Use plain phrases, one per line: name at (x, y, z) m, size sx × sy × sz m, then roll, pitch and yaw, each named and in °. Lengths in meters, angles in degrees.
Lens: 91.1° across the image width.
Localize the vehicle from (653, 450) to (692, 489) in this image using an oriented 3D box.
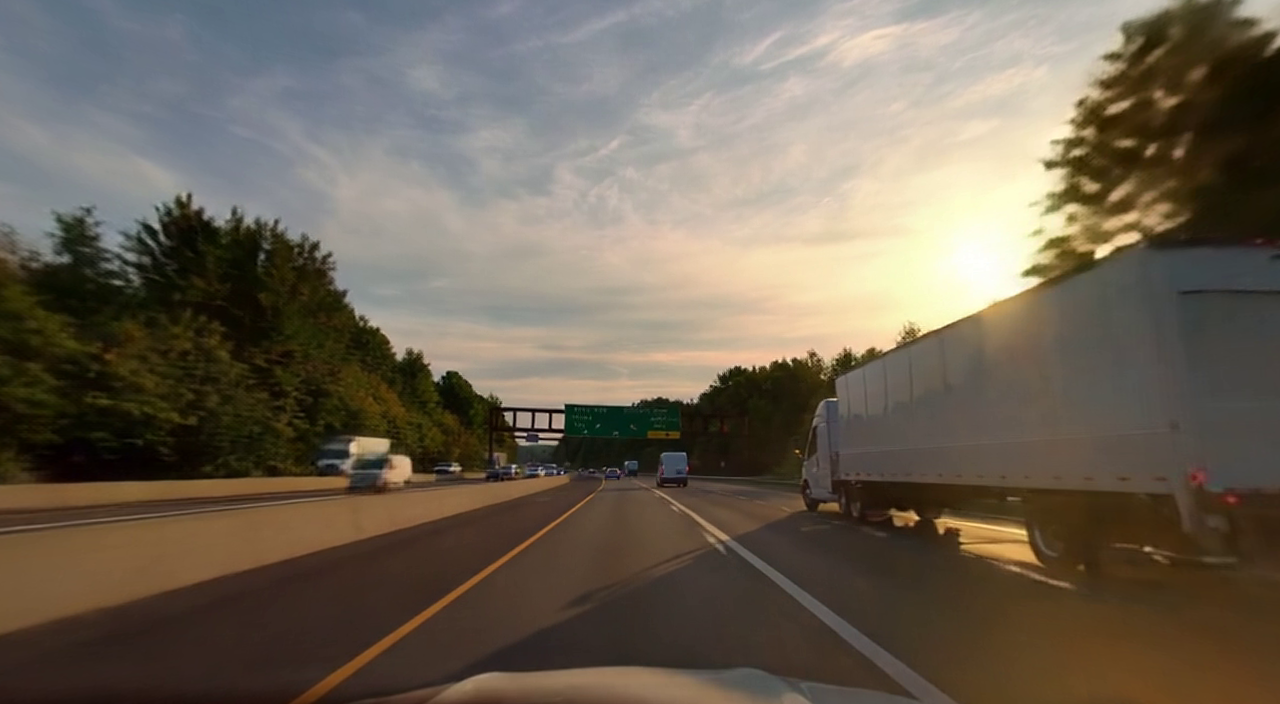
vehicle at (2.365, 8.718, 46.722) m, size 2.291 × 2.639 × 5.280 m, roll 1°, pitch -10°, yaw -3°

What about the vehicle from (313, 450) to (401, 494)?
vehicle at (-14.441, 6.193, 32.511) m, size 2.166 × 2.013 × 5.189 m, roll 1°, pitch -10°, yaw -1°

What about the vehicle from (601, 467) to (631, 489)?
vehicle at (-1.752, 9.246, 46.201) m, size 2.106 × 1.524 × 4.381 m, roll 1°, pitch -10°, yaw -2°

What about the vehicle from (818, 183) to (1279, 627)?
vehicle at (7.198, 1.708, 12.698) m, size 2.866 × 4.102 × 14.351 m, roll 1°, pitch -10°, yaw -1°
